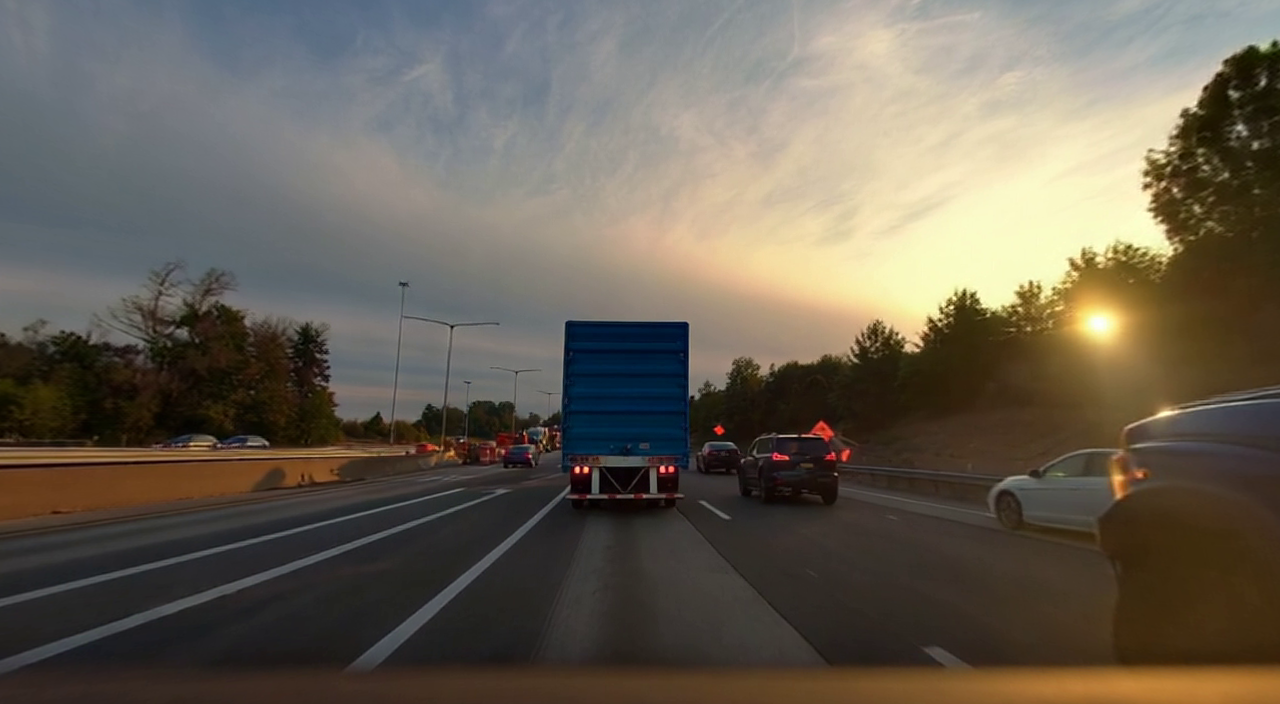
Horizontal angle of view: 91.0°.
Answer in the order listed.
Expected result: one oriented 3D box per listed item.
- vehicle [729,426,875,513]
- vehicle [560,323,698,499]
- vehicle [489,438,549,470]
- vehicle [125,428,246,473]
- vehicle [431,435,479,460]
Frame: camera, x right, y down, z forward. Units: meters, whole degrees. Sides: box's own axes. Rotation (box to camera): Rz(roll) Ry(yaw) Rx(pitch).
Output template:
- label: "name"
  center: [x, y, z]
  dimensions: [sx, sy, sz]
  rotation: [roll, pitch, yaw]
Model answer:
- label: "vehicle"
  center: [3.528, 2.651, 14.635]
  dimensions: [2.103, 1.713, 4.173]
  rotation: [1, -9, -3]
- label: "vehicle"
  center: [-0.429, 2.054, 19.241]
  dimensions: [3.067, 3.940, 10.154]
  rotation: [1, -9, -2]
- label: "vehicle"
  center: [-5.954, 5.078, 31.546]
  dimensions: [2.014, 1.477, 4.595]
  rotation: [0, -9, 0]
- label: "vehicle"
  center: [-21.677, 4.667, 30.067]
  dimensions: [4.632, 1.852, 2.033]
  rotation: [0, -8, 16]
- label: "vehicle"
  center: [-14.421, 7.447, 49.299]
  dimensions: [2.054, 1.708, 4.663]
  rotation: [2, -8, 4]
